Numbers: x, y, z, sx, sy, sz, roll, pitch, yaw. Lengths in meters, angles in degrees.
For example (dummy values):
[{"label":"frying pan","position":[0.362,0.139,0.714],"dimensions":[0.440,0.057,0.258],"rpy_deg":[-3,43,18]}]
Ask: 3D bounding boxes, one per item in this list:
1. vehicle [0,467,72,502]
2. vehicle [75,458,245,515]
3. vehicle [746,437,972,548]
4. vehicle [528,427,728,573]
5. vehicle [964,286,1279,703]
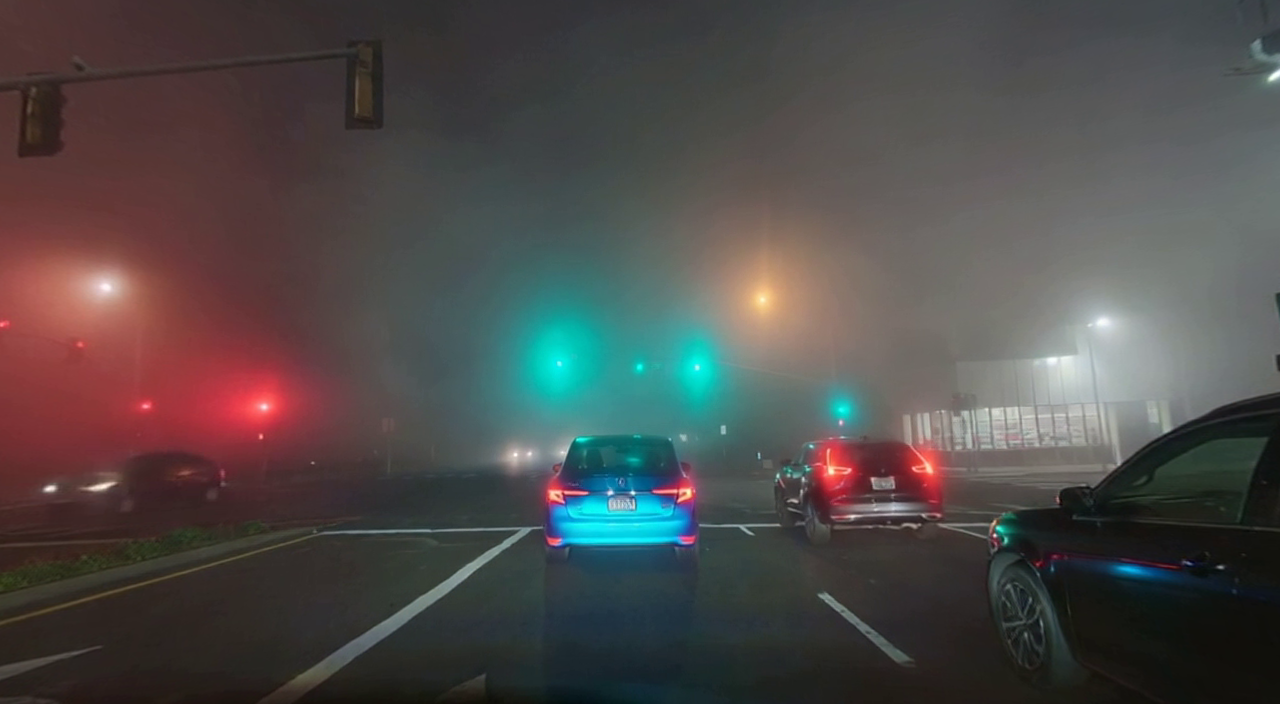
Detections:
[{"label":"vehicle","position":[-28.012,6.109,29.416],"dimensions":[1.972,1.433,4.324],"rpy_deg":[8,-12,-39]},{"label":"vehicle","position":[-14.599,4.079,19.612],"dimensions":[1.817,1.442,4.371],"rpy_deg":[0,-8,0]},{"label":"vehicle","position":[3.213,2.142,10.418],"dimensions":[2.009,1.414,4.416],"rpy_deg":[0,-8,-2]},{"label":"vehicle","position":[-0.144,1.846,8.640],"dimensions":[2.095,1.502,3.873],"rpy_deg":[0,-8,0]},{"label":"vehicle","position":[3.005,0.640,1.592],"dimensions":[2.047,1.785,4.357],"rpy_deg":[0,-8,0]}]
